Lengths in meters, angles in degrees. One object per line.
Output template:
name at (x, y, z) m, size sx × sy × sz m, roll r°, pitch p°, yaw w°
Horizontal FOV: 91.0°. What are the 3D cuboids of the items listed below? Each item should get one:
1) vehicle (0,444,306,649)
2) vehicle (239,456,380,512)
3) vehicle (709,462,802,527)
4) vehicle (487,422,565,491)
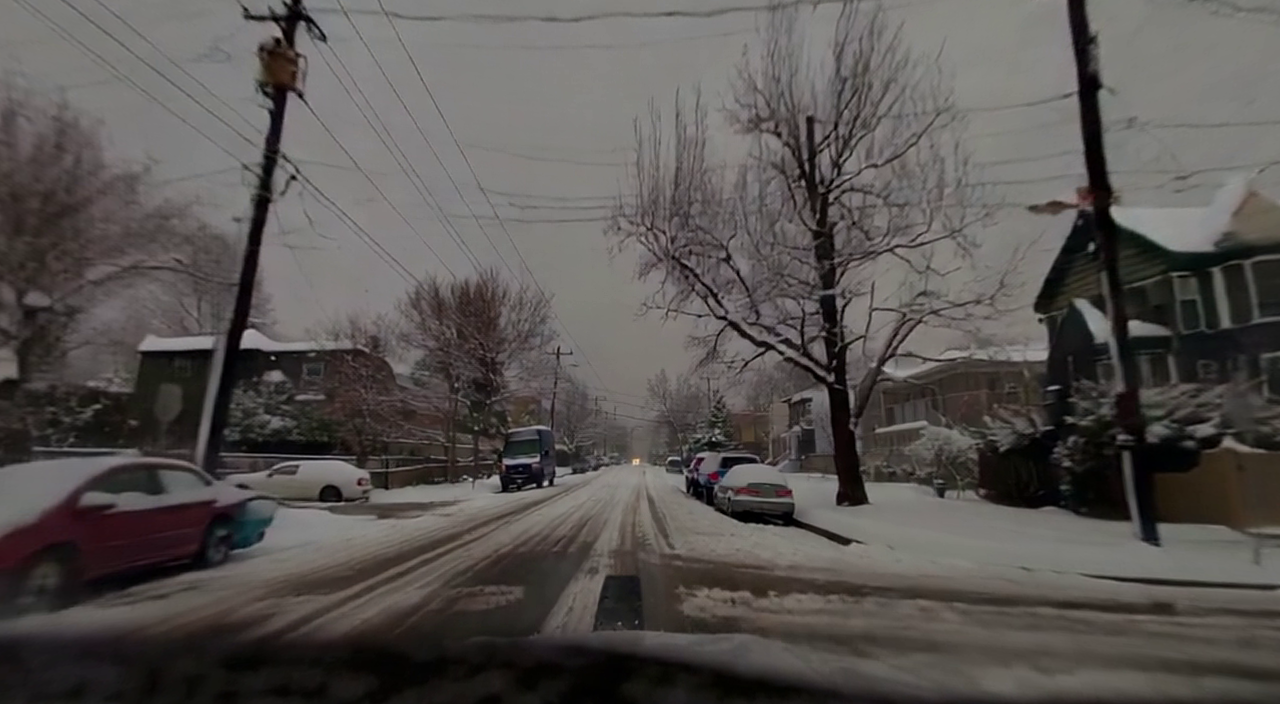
vehicle at (-6.389, 1.975, 7.574) m, size 2.057 × 1.632 × 4.730 m, roll 0°, pitch -7°, yaw 1°
vehicle at (-13.133, 5.342, 25.341) m, size 4.341 × 1.728 × 2.161 m, roll 0°, pitch -22°, yaw -5°
vehicle at (3.373, 4.244, 19.323) m, size 2.010 × 1.661 × 4.615 m, roll 1°, pitch -9°, yaw 0°
vehicle at (-6.518, 6.150, 37.295) m, size 3.115 × 3.562 × 7.695 m, roll -1°, pitch -9°, yaw 1°
